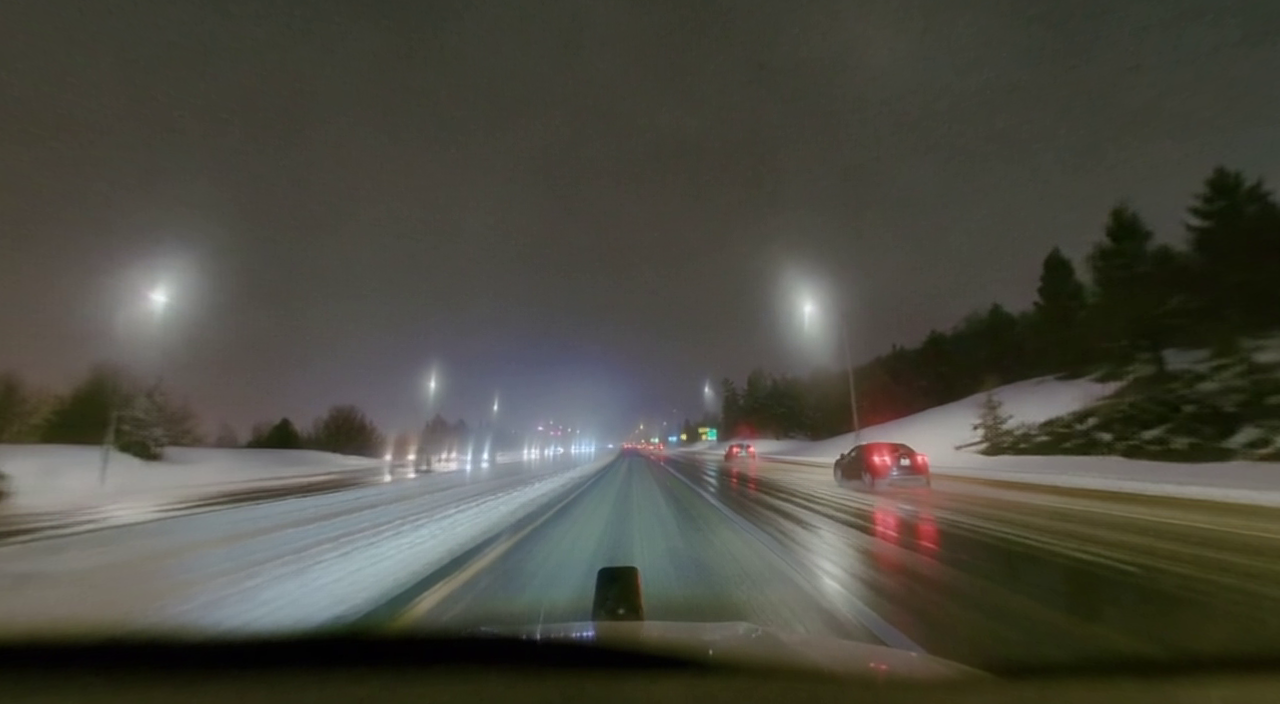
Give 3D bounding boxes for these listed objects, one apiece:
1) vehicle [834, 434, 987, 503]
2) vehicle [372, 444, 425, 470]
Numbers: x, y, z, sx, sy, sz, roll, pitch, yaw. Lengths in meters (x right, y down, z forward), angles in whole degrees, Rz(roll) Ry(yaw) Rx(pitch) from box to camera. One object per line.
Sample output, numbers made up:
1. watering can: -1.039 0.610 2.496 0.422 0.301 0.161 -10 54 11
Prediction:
1. vehicle: 6.876 3.008 16.746 1.901 1.548 4.684 0 -9 -1
2. vehicle: -17.329 7.541 45.561 1.965 1.742 4.623 0 -8 1
